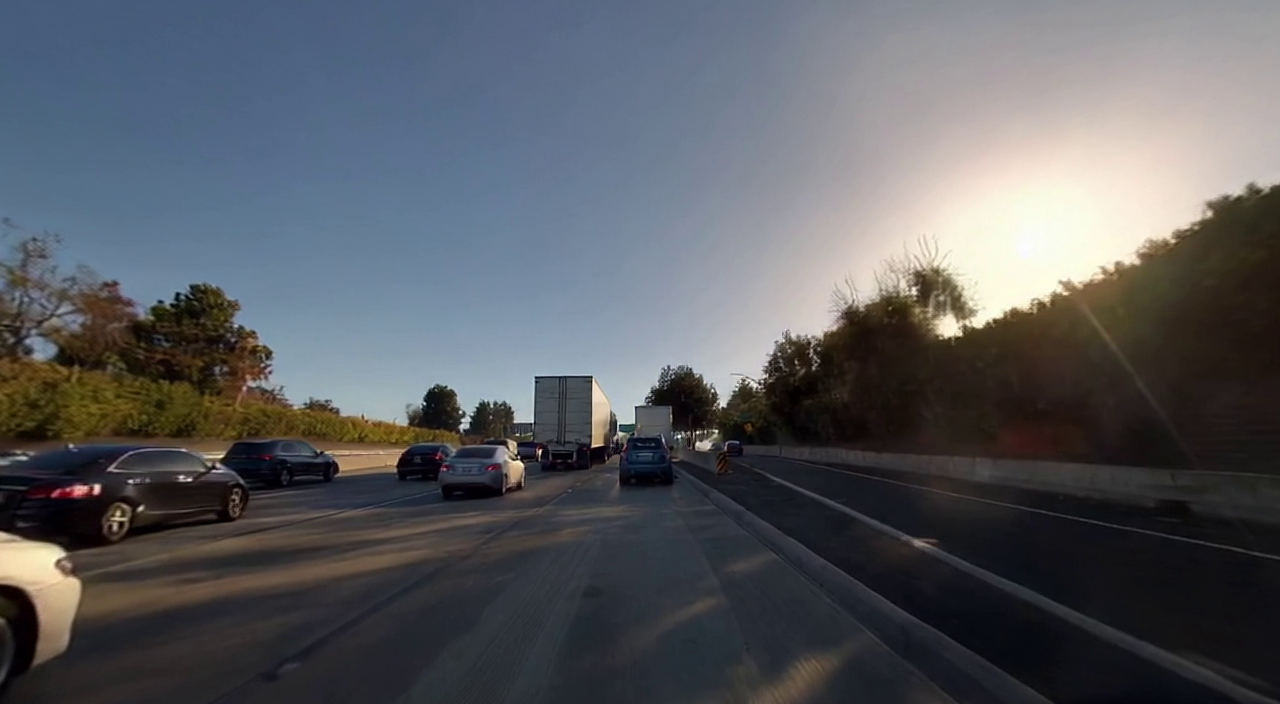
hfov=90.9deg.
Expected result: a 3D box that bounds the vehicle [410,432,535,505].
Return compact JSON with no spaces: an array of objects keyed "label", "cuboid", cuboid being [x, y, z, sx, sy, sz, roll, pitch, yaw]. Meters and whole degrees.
[{"label":"vehicle","cuboid":[-4.121,2.936,16.281,2.124,1.627,3.863,0,-8,1]}]

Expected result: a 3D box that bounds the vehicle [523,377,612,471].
[{"label":"vehicle","cuboid":[-3.835,4.818,38.618,3.348,4.469,16.443,-1,-10,1]}]

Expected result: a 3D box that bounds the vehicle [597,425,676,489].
[{"label":"vehicle","cuboid":[-0.100,3.405,20.716,2.325,1.864,4.128,0,-8,0]}]

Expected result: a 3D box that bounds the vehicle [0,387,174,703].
[{"label":"vehicle","cuboid":[-3.759,0.748,1.394,1.866,1.568,4.603,0,-8,1]}]
